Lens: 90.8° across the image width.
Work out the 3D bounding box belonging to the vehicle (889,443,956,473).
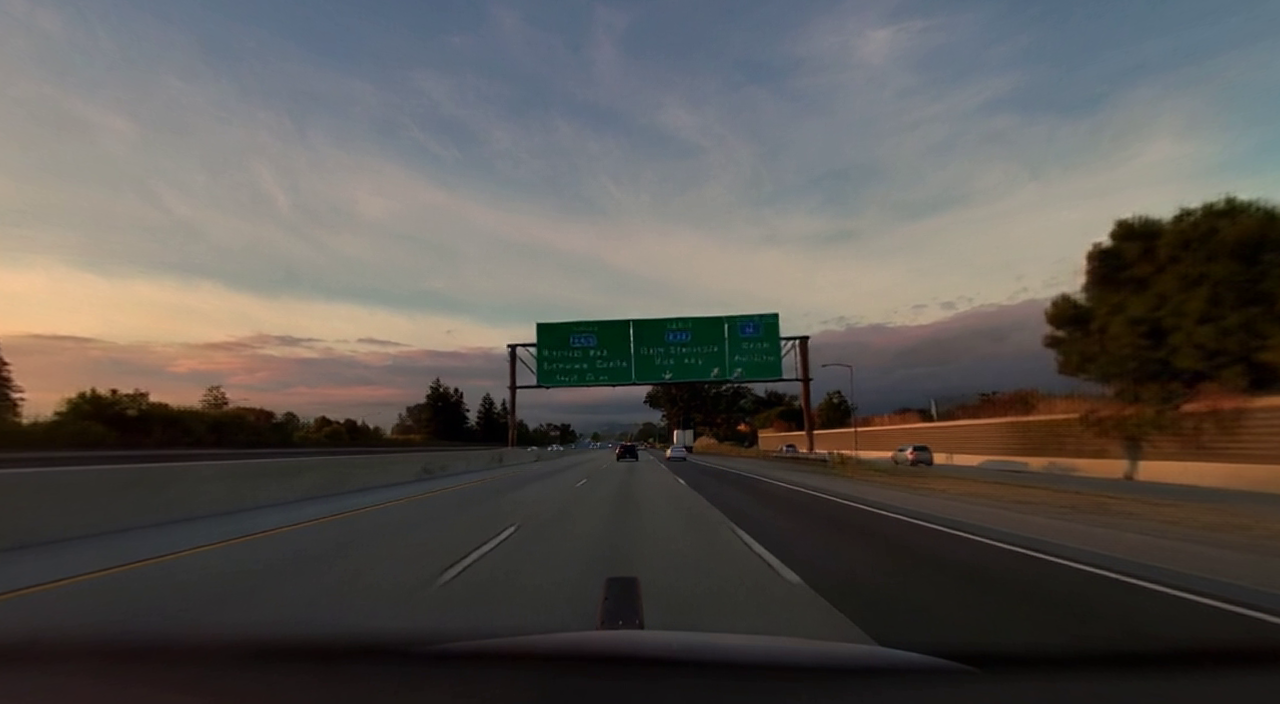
[{"bbox_3d":[15.601,5.860,35.098,1.867,1.563,4.436,-1,-9,3],"label":"vehicle"}]

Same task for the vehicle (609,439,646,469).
[{"bbox_3d":[-0.748,6.213,38.720,2.121,1.739,4.087,0,-9,0],"label":"vehicle"}]
